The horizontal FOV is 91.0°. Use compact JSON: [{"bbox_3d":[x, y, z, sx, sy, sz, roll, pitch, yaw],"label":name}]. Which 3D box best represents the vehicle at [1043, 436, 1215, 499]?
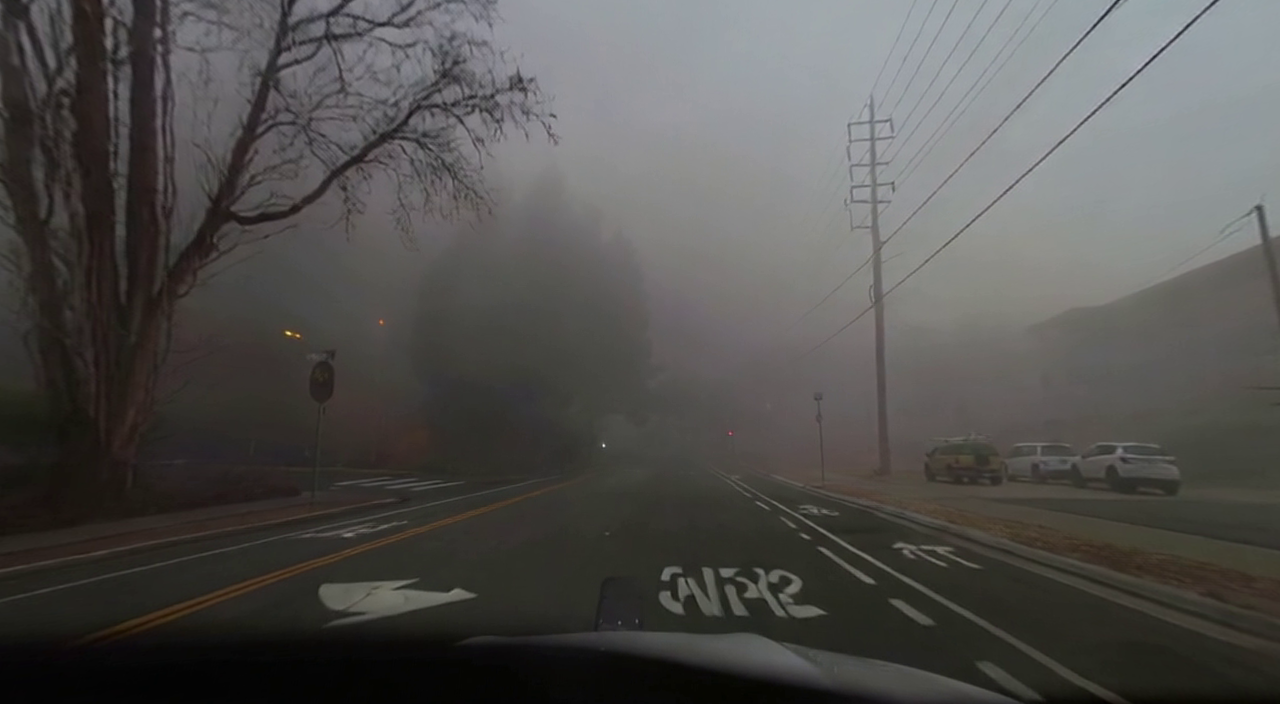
[{"bbox_3d":[15.006,3.534,19.741,1.935,1.683,4.669,0,-9,5],"label":"vehicle"}]

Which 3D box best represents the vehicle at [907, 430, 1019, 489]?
[{"bbox_3d":[11.909,3.991,23.637,1.912,1.953,4.651,0,-9,3],"label":"vehicle"}]
